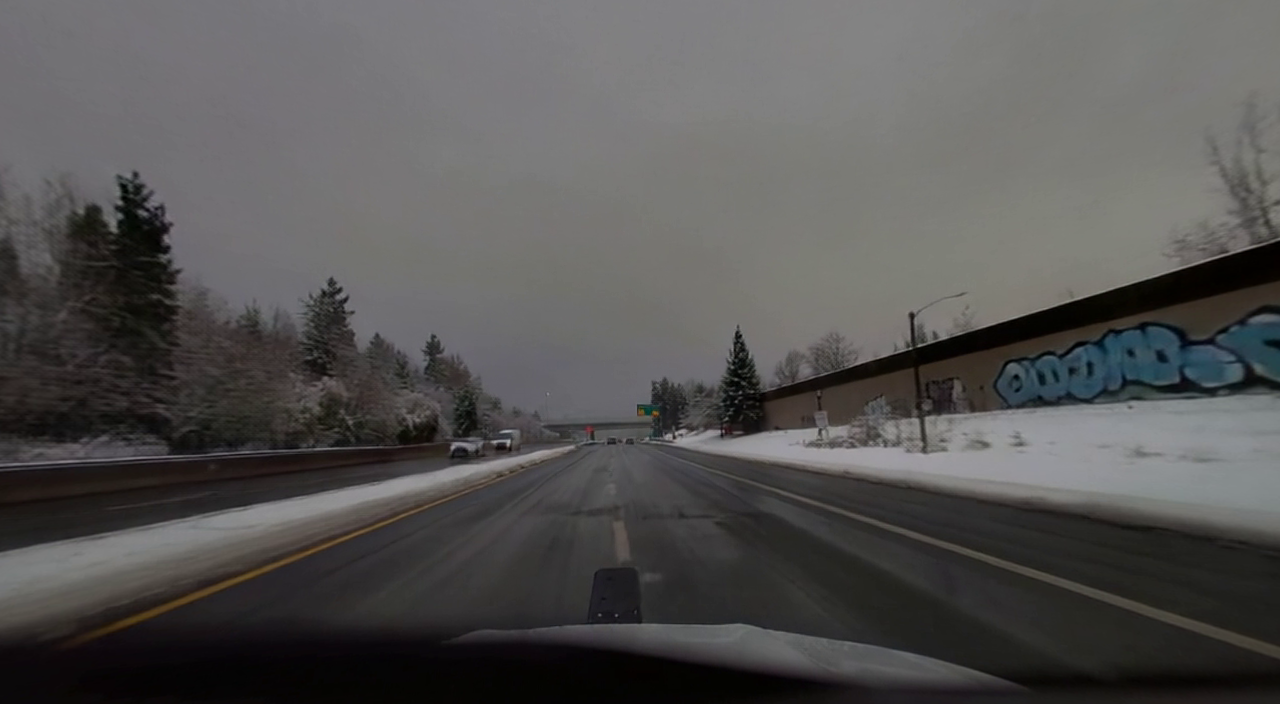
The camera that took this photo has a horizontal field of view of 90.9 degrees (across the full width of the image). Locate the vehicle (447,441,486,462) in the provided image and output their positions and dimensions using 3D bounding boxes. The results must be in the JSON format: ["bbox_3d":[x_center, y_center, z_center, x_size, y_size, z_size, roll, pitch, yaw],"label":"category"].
[{"bbox_3d":[-12.837,7.353,46.811,1.843,1.466,4.582,0,-8,-3],"label":"vehicle"}]
